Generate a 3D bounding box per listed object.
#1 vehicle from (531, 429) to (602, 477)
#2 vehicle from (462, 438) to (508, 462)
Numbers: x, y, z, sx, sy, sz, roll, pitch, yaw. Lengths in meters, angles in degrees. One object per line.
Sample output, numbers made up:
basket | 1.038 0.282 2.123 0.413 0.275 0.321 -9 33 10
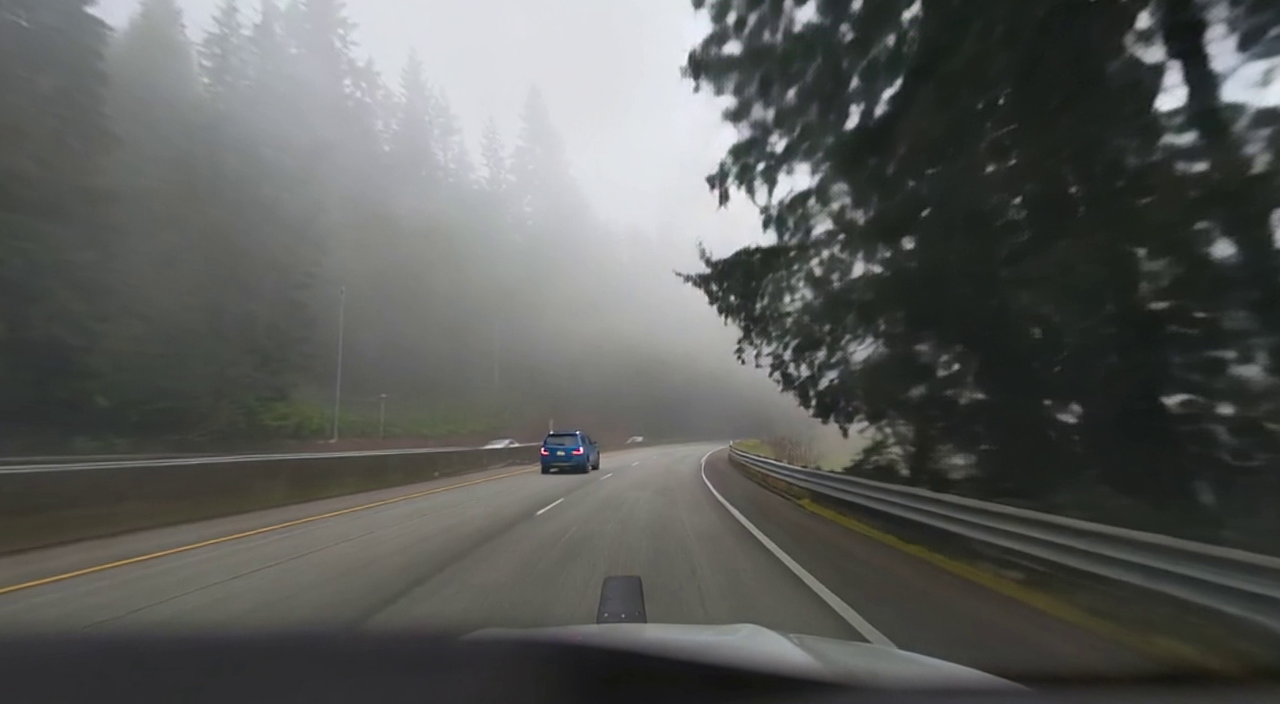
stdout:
vehicle | -2.850 4.052 25.478 2.005 1.752 4.479 -1 -8 4
vehicle | -10.723 6.804 43.914 1.916 1.506 4.401 -1 -8 3
